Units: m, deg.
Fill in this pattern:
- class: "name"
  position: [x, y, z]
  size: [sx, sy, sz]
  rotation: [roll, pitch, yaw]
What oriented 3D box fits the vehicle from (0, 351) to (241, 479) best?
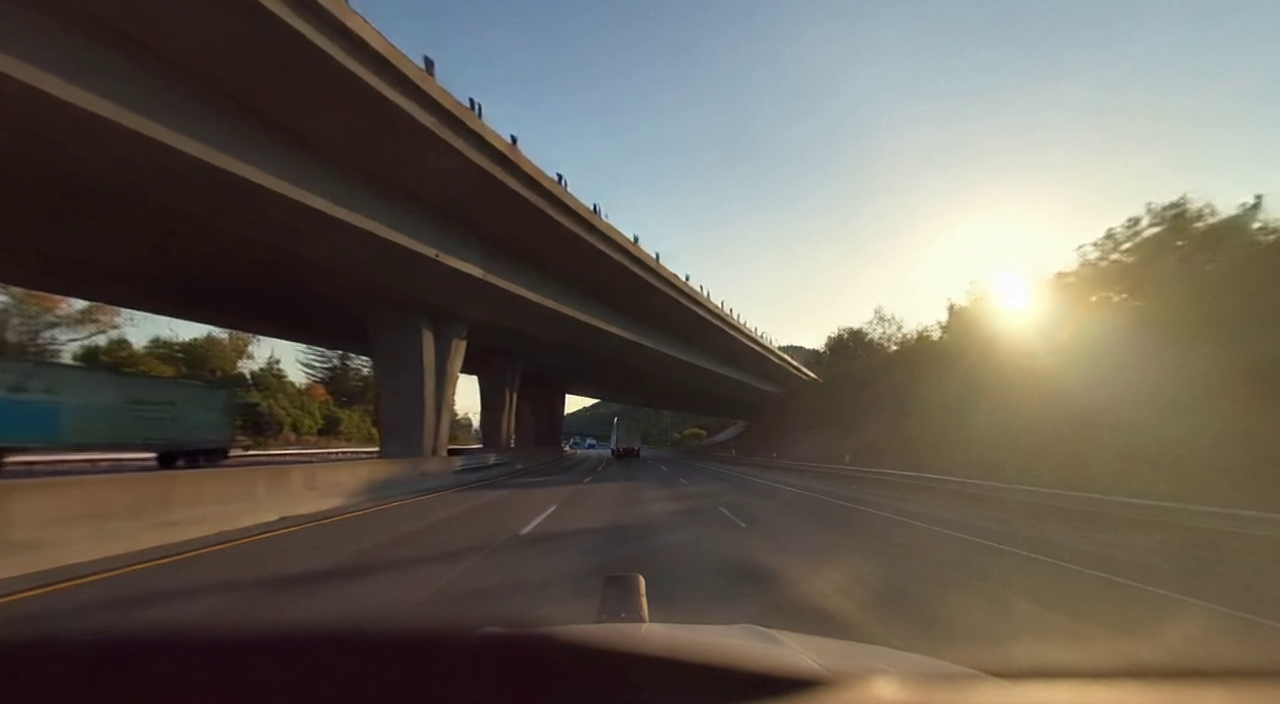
- class: "vehicle"
  position: [-21.380, 2.792, 24.641]
  size: [2.881, 3.917, 14.152]
  rotation: [0, -9, -3]
